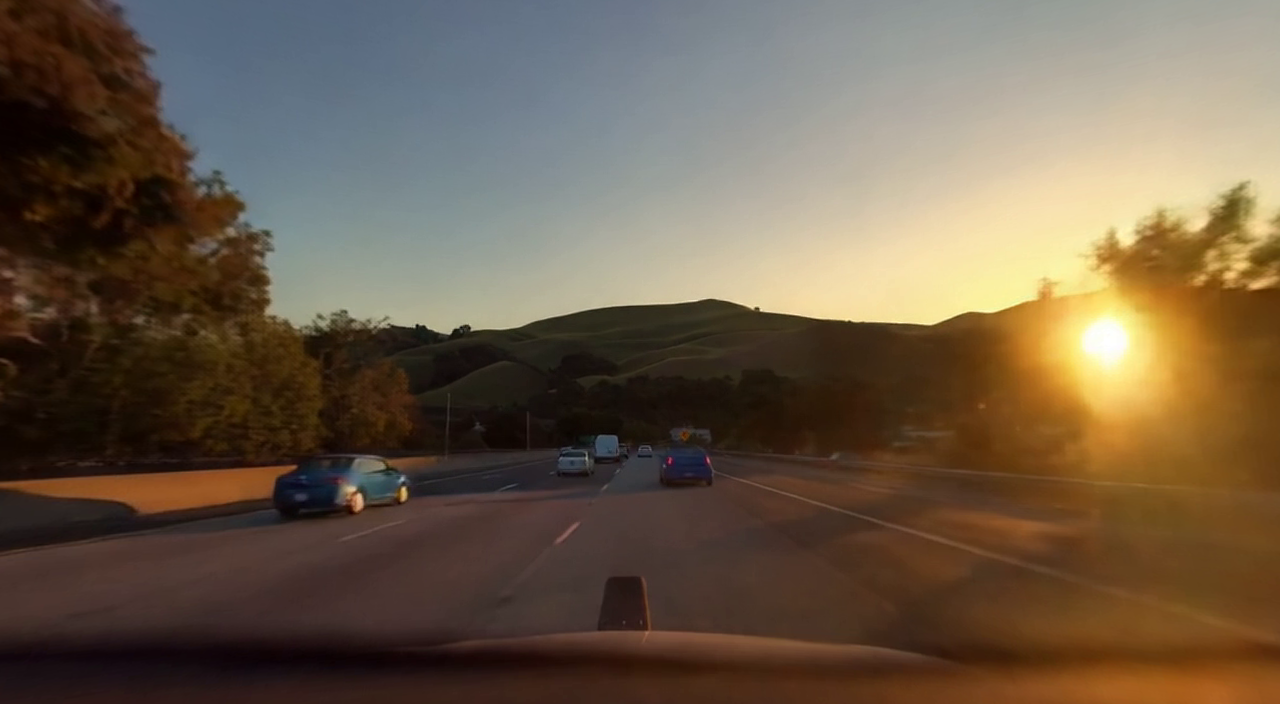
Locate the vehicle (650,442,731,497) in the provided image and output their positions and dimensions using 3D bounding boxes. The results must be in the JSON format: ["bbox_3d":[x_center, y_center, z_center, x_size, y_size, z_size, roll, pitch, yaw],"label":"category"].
[{"bbox_3d":[1.439,3.586,19.727,2.050,1.491,4.362,0,-8,-1],"label":"vehicle"}]

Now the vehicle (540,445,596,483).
[{"bbox_3d":[-3.101,4.927,28.072,1.990,1.501,4.250,-1,-8,0],"label":"vehicle"}]

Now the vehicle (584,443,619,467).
[{"bbox_3d":[-2.755,7.493,46.025,2.270,1.660,4.101,0,-8,0],"label":"vehicle"}]

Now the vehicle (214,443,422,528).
[{"bbox_3d":[-6.651,2.762,13.806,2.012,1.504,4.729,-1,-8,1],"label":"vehicle"}]
